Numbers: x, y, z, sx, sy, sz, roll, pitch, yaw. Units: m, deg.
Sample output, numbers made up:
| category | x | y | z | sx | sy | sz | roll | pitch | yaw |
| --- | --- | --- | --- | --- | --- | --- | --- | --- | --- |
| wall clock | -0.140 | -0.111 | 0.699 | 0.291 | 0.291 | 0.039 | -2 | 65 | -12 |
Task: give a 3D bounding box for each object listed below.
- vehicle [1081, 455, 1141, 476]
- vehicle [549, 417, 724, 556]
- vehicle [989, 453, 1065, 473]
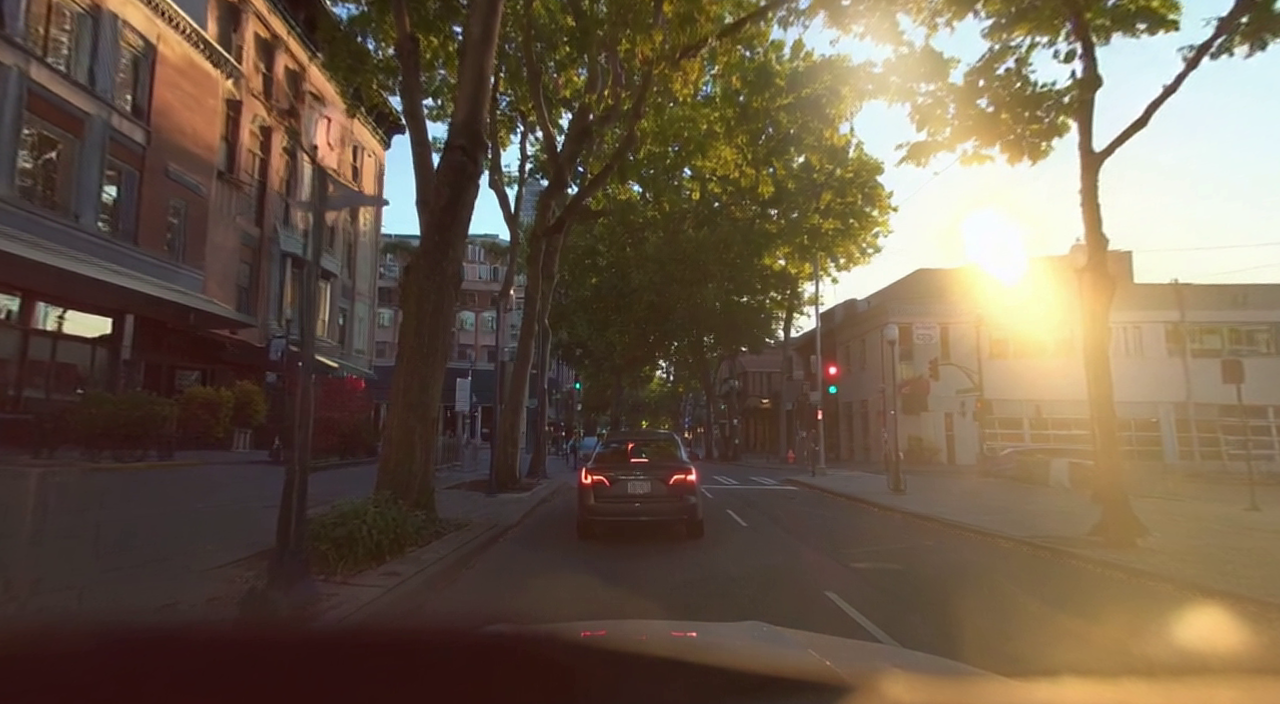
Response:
| category | x | y | z | sx | sy | sz | roll | pitch | yaw |
| --- | --- | --- | --- | --- | --- | --- | --- | --- | --- |
| vehicle | 36.363 | 8.776 | 48.693 | 3.445 | 1.363 | 1.608 | 3 | -7 | -1 |
| vehicle | -0.078 | 1.892 | 9.508 | 2.079 | 1.621 | 3.861 | 0 | -8 | -1 |
| vehicle | 29.769 | 8.510 | 48.589 | 4.668 | 1.441 | 1.904 | 0 | -9 | -5 |
